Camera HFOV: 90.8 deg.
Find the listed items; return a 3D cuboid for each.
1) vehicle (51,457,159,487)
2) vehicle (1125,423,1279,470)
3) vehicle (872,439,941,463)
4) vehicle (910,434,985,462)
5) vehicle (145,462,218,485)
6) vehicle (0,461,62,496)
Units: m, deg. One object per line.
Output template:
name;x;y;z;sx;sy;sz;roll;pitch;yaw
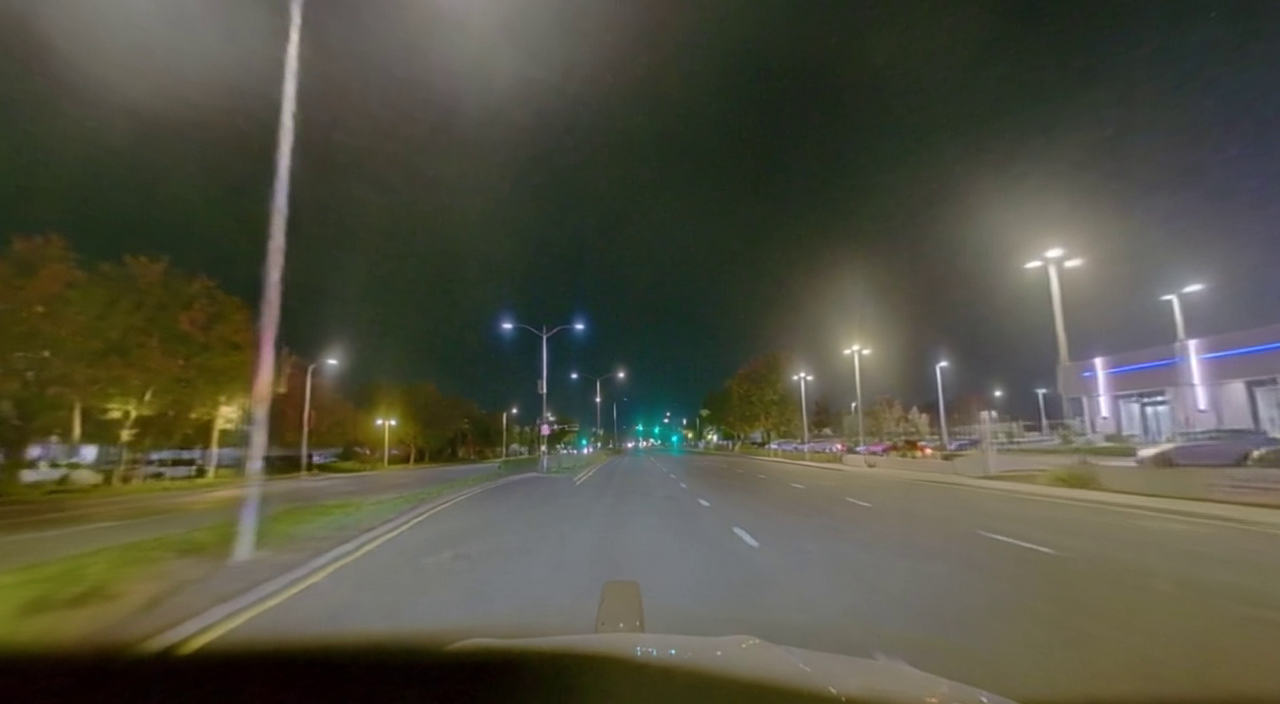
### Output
vehicle;-30.461;6.818;36.070;4.446;1.576;1.838;0;-8;0
vehicle;21.049;3.500;23.457;2.048;1.559;4.758;1;-8;-4
vehicle;17.107;6.379;40.851;1.974;1.446;4.614;1;-8;-8
vehicle;19.622;6.159;40.545;1.995;1.673;4.725;0;-9;-6
vehicle;-29.707;7.850;40.985;3.380;1.342;1.686;-1;-9;1
vehicle;-30.376;6.195;30.859;3.651;1.502;1.657;-6;-10;23
